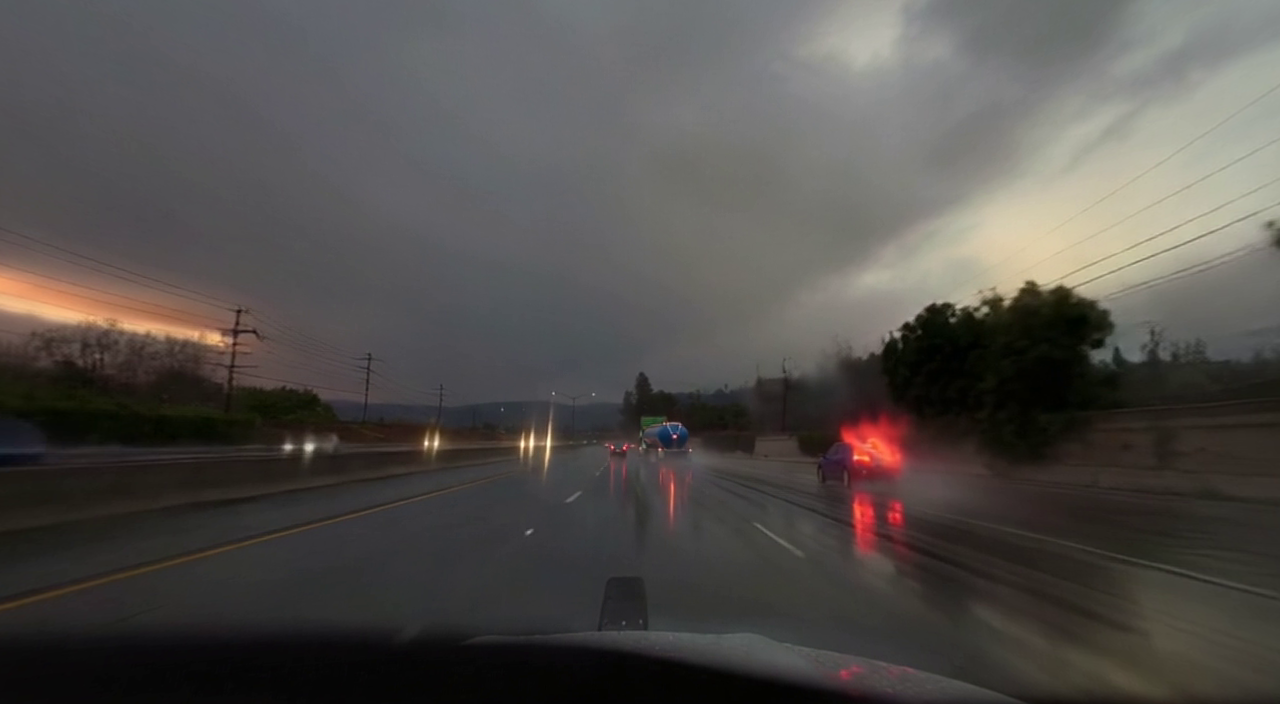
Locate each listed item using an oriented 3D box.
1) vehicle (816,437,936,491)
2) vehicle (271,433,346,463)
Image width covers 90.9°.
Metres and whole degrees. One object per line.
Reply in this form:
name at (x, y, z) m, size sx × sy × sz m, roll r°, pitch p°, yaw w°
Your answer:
vehicle at (7.172, 3.426, 19.753) m, size 1.905 × 1.480 × 4.624 m, roll 0°, pitch -8°, yaw -1°
vehicle at (-18.998, 5.518, 36.417) m, size 1.956 × 1.575 × 4.647 m, roll 0°, pitch -8°, yaw -2°
